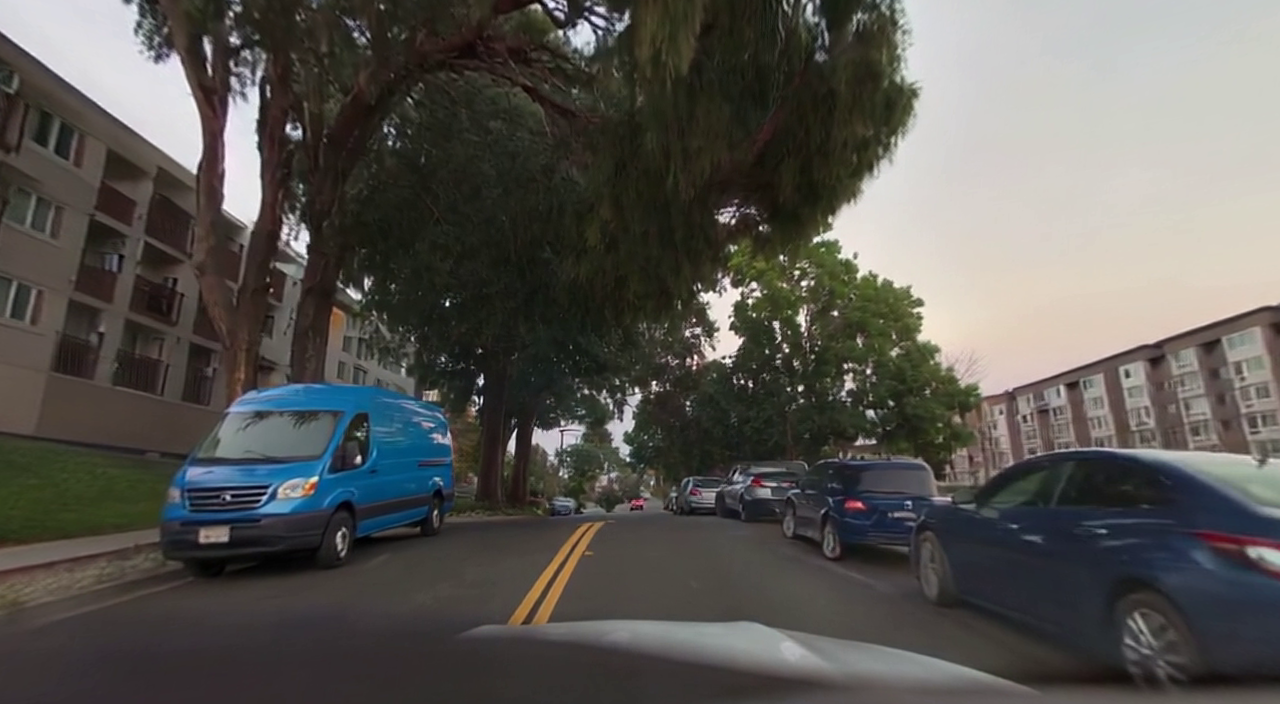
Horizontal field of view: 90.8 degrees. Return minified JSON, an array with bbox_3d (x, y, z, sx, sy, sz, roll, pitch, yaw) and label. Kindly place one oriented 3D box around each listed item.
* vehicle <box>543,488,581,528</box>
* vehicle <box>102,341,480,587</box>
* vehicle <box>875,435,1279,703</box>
[{"bbox_3d":[-5.093,10.219,41.610,2.090,1.674,4.457,-4,-4,-3],"label":"vehicle"},{"bbox_3d":[-4.761,1.744,10.566,2.546,2.664,6.863,-2,-9,-1],"label":"vehicle"},{"bbox_3d":[3.270,1.302,4.057,1.827,1.436,4.322,0,-9,0],"label":"vehicle"}]
